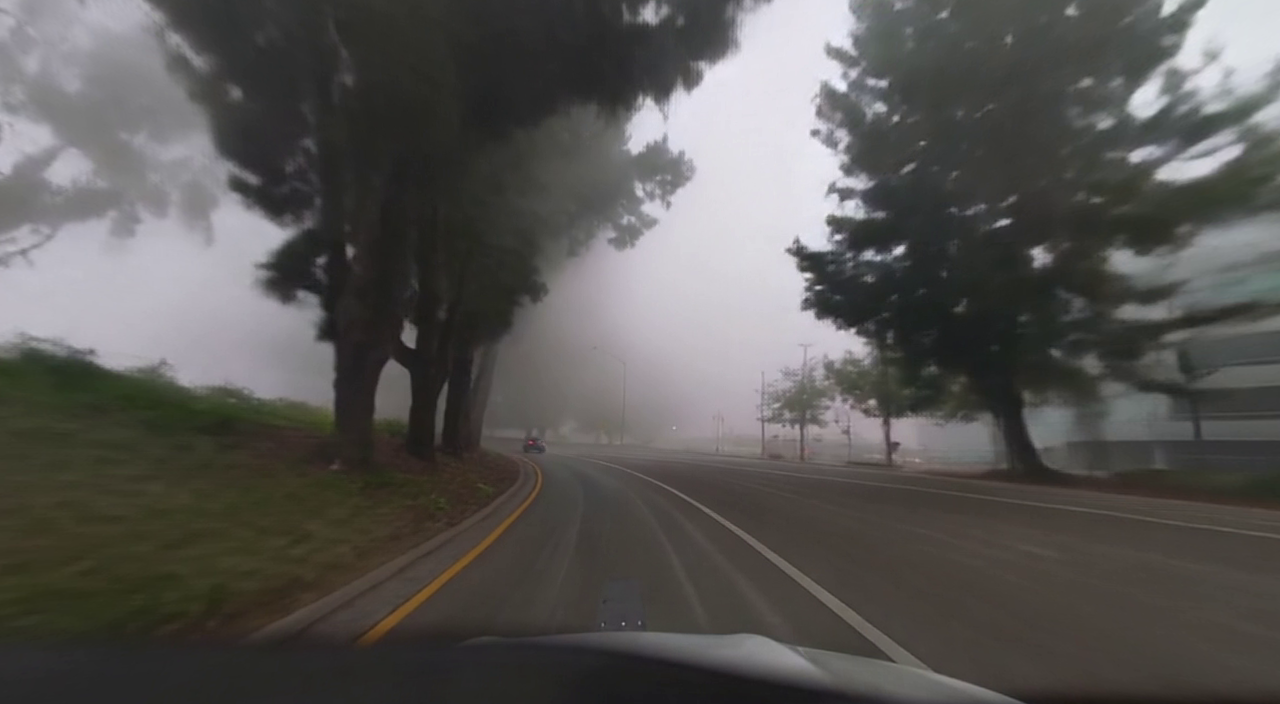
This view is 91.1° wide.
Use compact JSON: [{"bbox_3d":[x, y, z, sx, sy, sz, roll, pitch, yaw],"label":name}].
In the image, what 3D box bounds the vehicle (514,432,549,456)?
[{"bbox_3d":[-8.339,7.006,47.999,1.947,1.729,4.051,3,-9,-19],"label":"vehicle"}]
